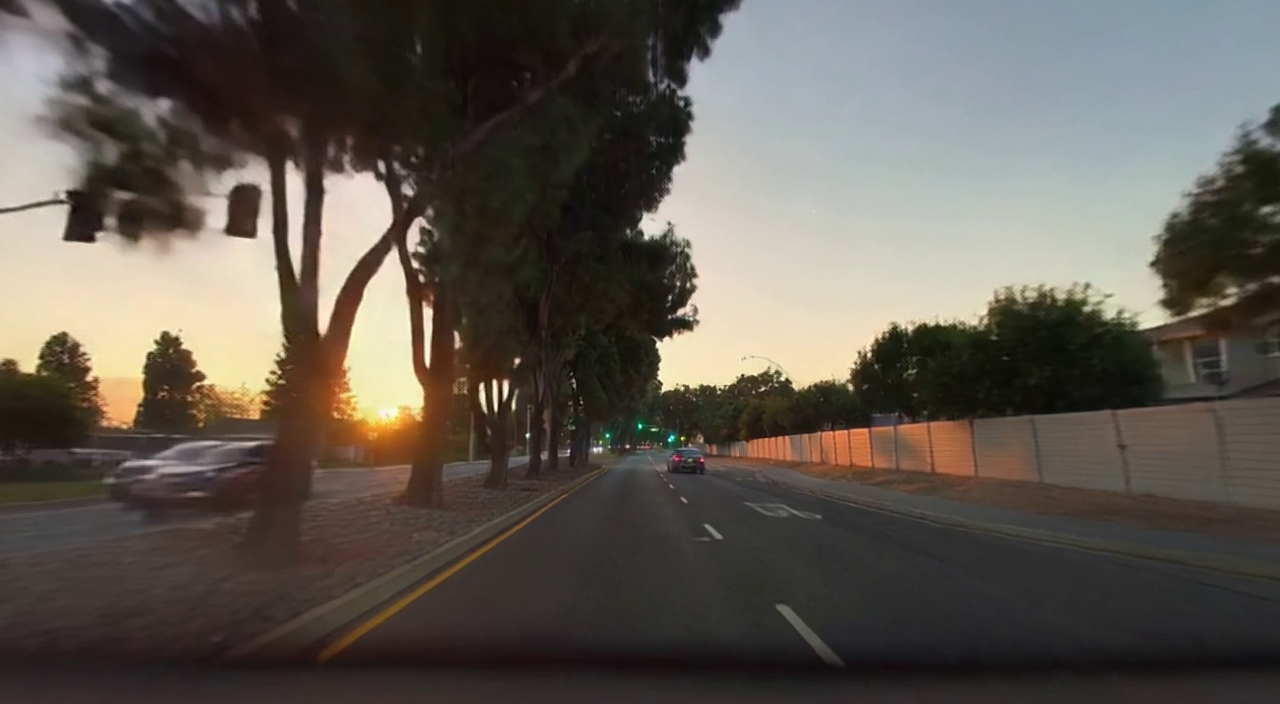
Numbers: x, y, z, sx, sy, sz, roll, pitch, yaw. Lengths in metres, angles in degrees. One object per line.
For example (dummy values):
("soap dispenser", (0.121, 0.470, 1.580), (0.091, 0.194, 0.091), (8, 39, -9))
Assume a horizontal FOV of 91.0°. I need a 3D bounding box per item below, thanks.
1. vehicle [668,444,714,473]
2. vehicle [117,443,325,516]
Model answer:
("vehicle", (2.777, 5.877, 34.934), (2.105, 1.490, 4.008), (0, -9, -2))
("vehicle", (-9.450, 2.866, 14.741), (1.833, 1.420, 4.327), (0, -9, 1))
